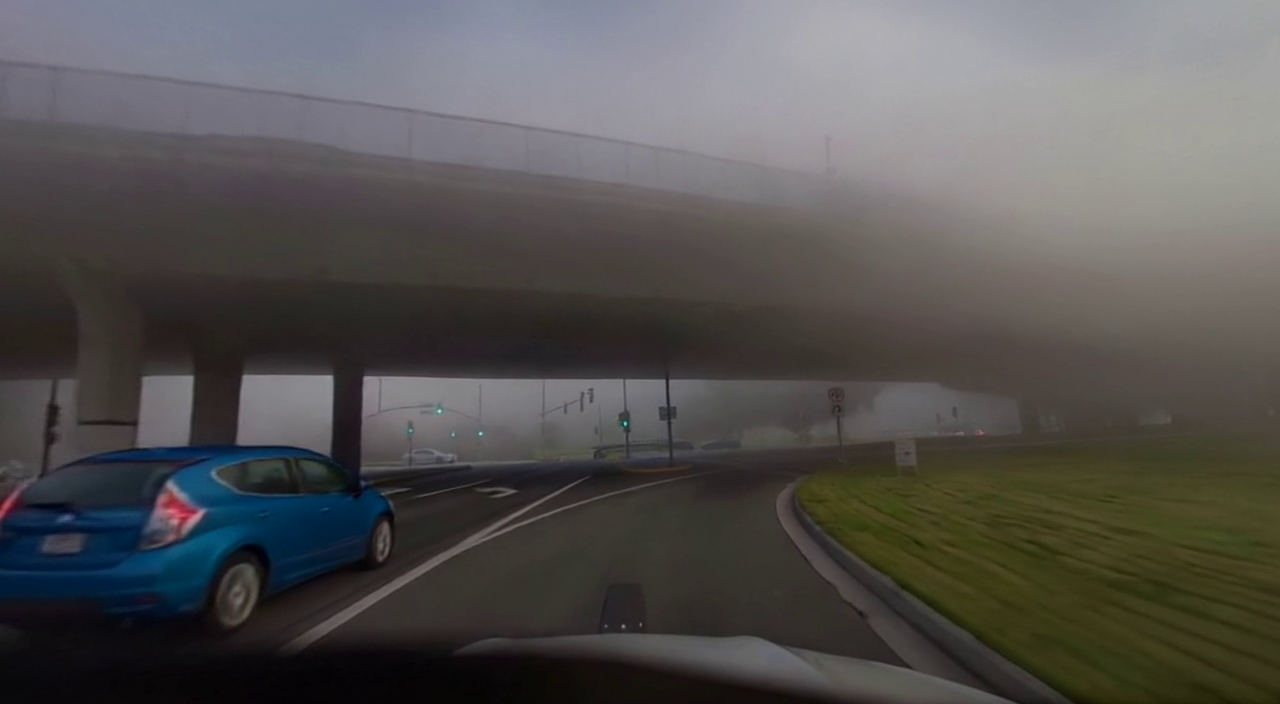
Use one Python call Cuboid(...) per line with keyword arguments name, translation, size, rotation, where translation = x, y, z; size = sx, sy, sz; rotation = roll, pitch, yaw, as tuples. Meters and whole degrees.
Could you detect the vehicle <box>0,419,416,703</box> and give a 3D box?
Cuboid(name="vehicle", translation=(-3.789, 1.448, 5.632), size=(1.963, 1.460, 4.614), rotation=(0, -9, -1))
